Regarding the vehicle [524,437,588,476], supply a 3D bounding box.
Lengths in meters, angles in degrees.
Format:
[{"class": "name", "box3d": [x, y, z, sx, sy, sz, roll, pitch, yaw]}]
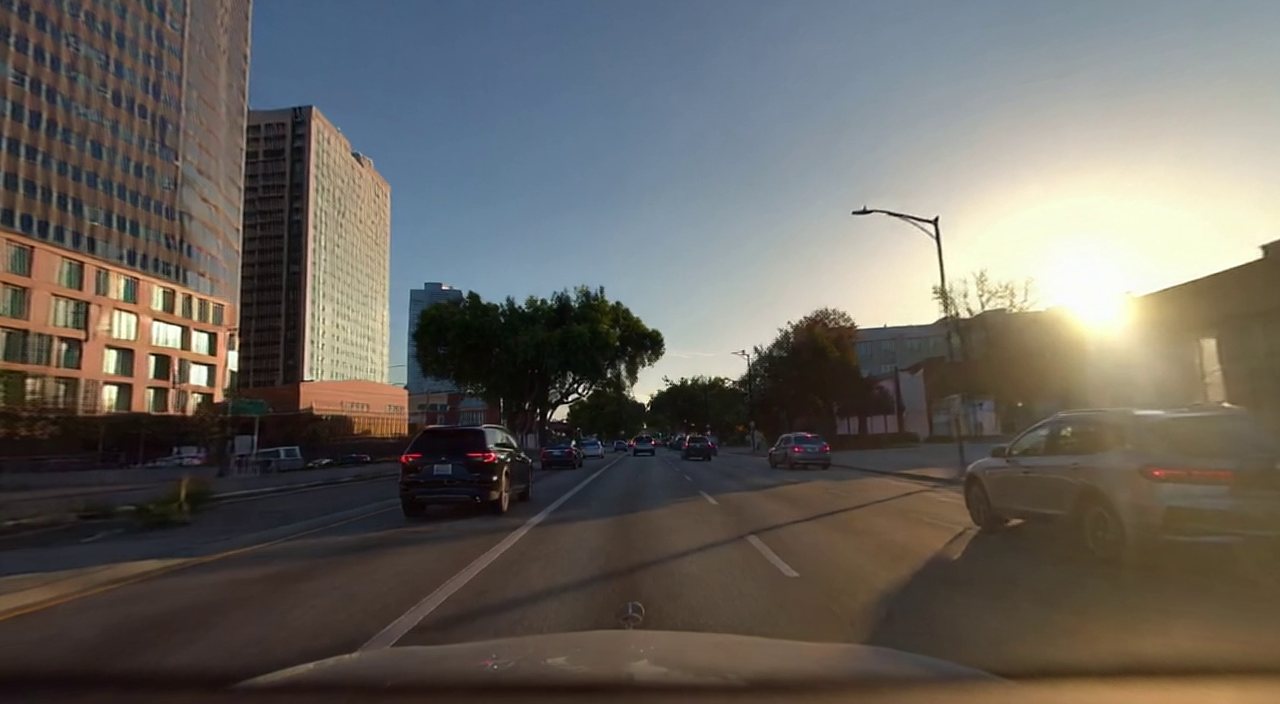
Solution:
[{"class": "vehicle", "box3d": [-3.397, 4.309, 26.315, 2.036, 1.465, 4.301, 0, -8, 1]}]

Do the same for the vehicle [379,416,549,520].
[{"class": "vehicle", "box3d": [-3.264, 2.264, 12.763, 2.141, 1.719, 4.379, 0, -8, 0]}]

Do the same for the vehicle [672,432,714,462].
[{"class": "vehicle", "box3d": [3.353, 6.130, 40.759, 2.178, 1.804, 4.766, 0, -8, -1]}]

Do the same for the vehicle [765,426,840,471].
[{"class": "vehicle", "box3d": [7.097, 4.284, 28.017, 2.076, 1.793, 4.464, 0, -8, -1]}]

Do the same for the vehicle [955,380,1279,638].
[{"class": "vehicle", "box3d": [5.242, 1.329, 6.326, 2.088, 1.666, 4.512, -1, -8, 5]}]
